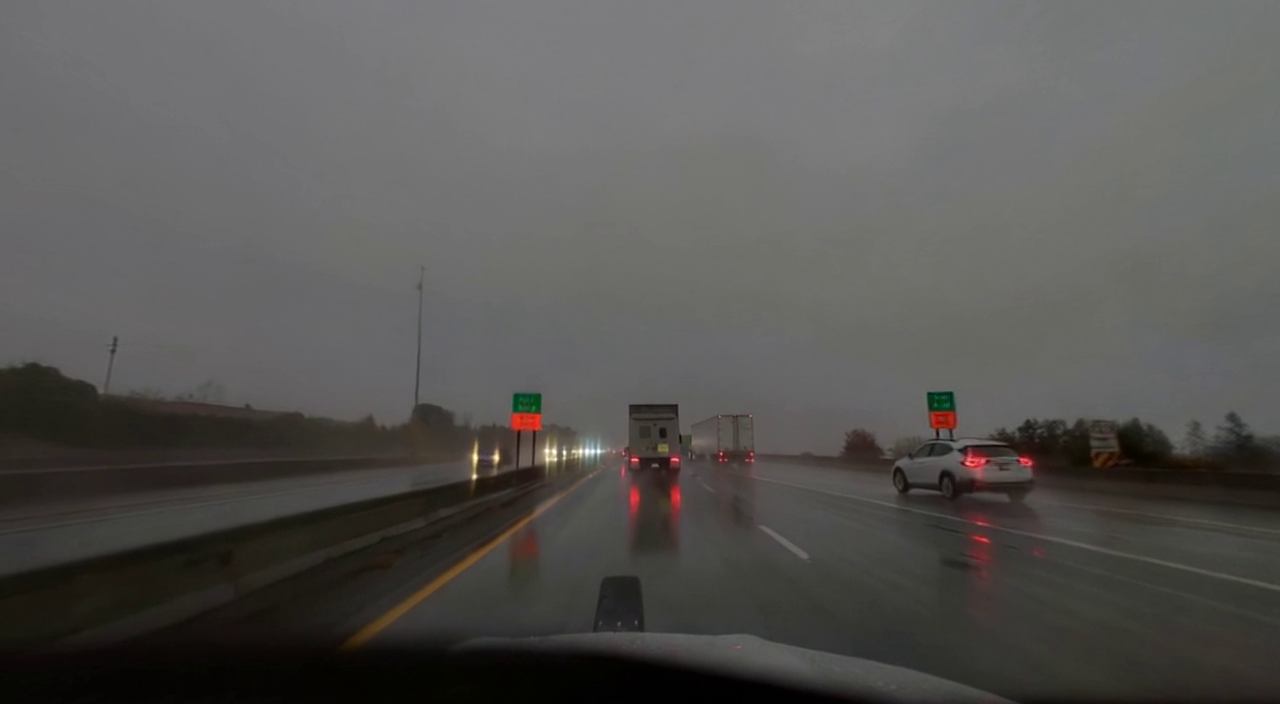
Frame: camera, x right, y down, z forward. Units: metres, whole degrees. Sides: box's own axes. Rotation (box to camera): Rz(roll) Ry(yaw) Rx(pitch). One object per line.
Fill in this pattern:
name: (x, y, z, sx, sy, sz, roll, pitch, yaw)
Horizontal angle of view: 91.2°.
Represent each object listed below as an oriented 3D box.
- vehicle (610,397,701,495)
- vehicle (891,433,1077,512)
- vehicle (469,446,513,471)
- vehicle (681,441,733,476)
vehicle: (0.718, 3.131, 20.788, 2.506, 2.743, 6.093, -1, -9, 6)
vehicle: (7.558, 2.667, 14.286, 1.988, 1.534, 3.763, 0, -9, -2)
vehicle: (-9.941, 7.138, 42.117, 1.918, 1.578, 4.140, 0, -9, 0)
vehicle: (3.318, 5.420, 31.923, 2.127, 1.642, 3.899, 0, -9, -1)
